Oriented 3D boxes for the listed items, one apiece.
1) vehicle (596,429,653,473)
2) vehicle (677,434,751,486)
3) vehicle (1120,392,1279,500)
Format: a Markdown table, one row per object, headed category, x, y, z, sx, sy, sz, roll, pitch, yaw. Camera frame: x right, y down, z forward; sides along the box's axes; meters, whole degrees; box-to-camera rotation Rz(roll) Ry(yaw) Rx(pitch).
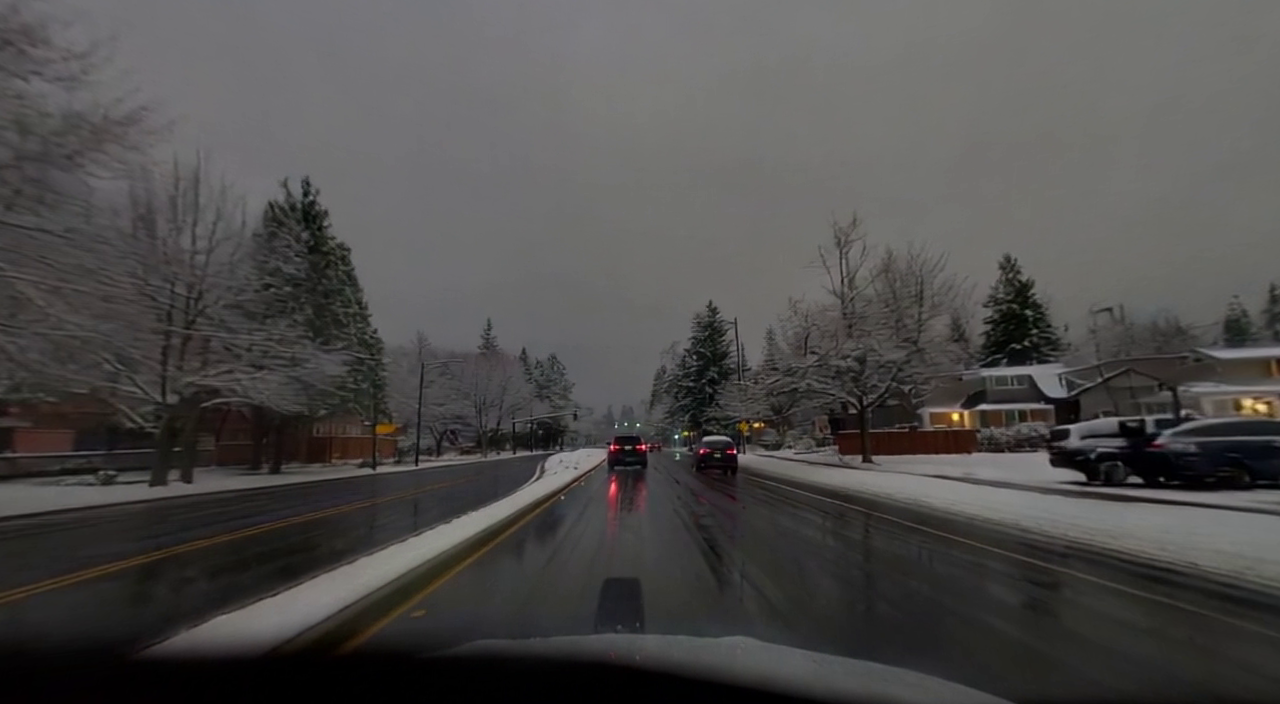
| category | x | y | z | sx | sy | sz | roll | pitch | yaw |
| --- | --- | --- | --- | --- | --- | --- | --- | --- | --- |
| vehicle | -0.720 | 4.657 | 29.834 | 2.488 | 1.881 | 4.814 | 0 | -8 | -1 |
| vehicle | 2.464 | 3.719 | 22.072 | 2.003 | 1.614 | 4.072 | 0 | -8 | -2 |
| vehicle | 11.529 | 1.647 | 11.139 | 2.158 | 1.780 | 4.476 | 8 | -12 | -44 |
